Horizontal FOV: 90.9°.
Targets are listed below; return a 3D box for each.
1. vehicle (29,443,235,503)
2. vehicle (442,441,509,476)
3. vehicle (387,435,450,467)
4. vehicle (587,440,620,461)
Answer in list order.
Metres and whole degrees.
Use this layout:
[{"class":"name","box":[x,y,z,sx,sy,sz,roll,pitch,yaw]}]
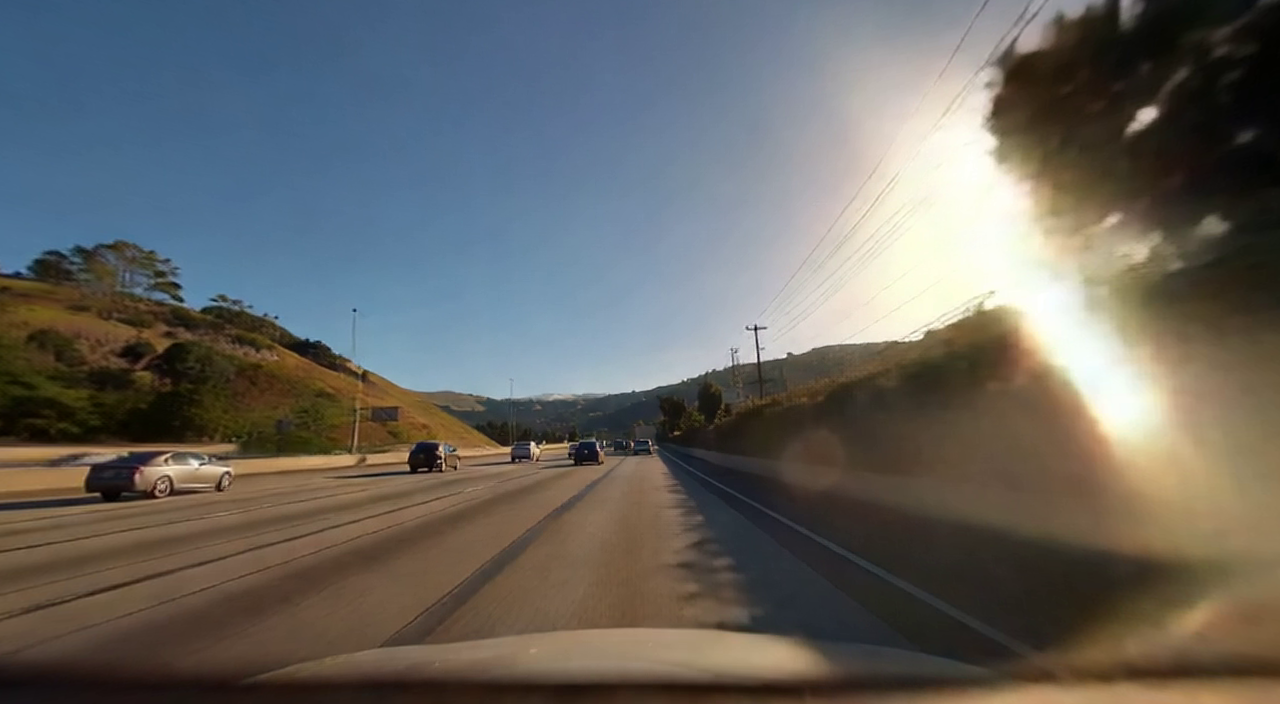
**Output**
[{"class":"vehicle","box":[-14.368,3.414,18.332,1.885,1.474,4.849,0,-8,1]},{"class":"vehicle","box":[-7.464,4.863,29.004,1.899,1.472,4.202,0,-8,1]},{"class":"vehicle","box":[-14.298,6.422,41.117,2.172,1.946,5.017,0,-9,1]},{"class":"vehicle","box":[-2.631,7.184,46.079,2.064,1.446,4.409,0,-9,1]}]
